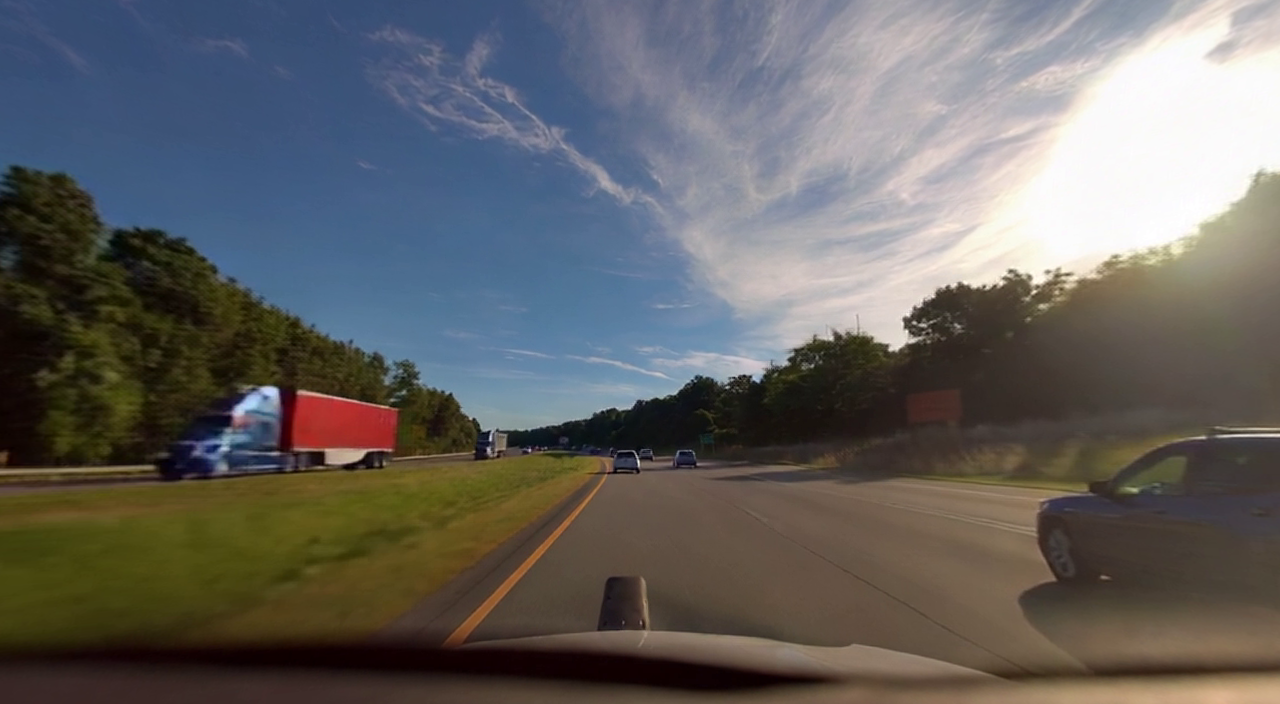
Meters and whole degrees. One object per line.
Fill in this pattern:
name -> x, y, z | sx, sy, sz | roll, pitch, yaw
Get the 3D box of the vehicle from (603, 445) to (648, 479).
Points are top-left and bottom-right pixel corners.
vehicle -> -0.717, 5.275, 30.368 | 2.050, 1.534, 3.771 | 0, -9, -2

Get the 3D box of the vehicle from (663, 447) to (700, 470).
vehicle -> 2.862, 7.463, 44.375 | 2.008, 1.504, 4.291 | 1, -9, -4

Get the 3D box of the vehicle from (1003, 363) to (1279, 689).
vehicle -> 4.228, 0.933, 3.513 | 2.013, 1.623, 3.916 | 0, -9, 0

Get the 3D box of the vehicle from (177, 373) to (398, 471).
vehicle -> -17.245, 4.101, 33.472 | 2.901, 3.920, 16.383 | 0, -9, -2
